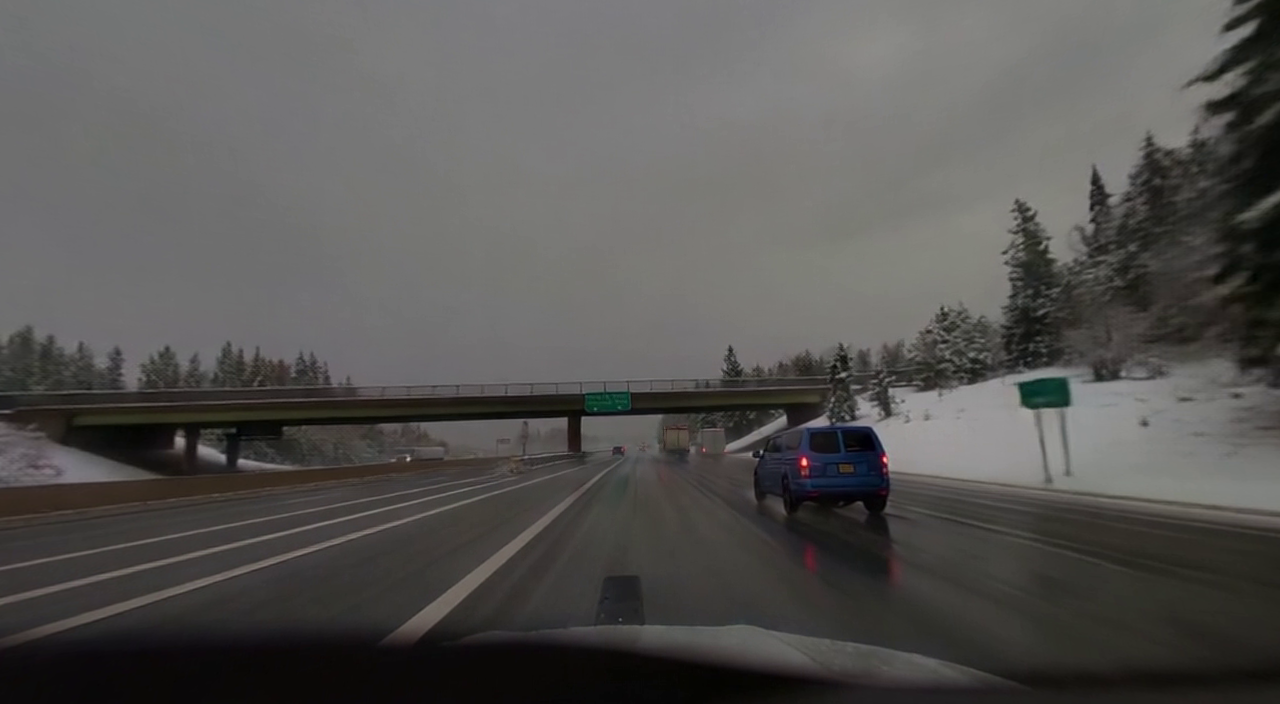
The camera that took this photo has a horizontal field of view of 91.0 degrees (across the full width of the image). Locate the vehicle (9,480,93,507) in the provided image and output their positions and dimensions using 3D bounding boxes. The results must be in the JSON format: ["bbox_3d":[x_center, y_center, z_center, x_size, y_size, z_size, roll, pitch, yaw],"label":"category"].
[{"bbox_3d":[-39.728,9.538,42.567,1.777,1.456,3.949,0,-9,0],"label":"vehicle"}]

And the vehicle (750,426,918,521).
[{"bbox_3d":[3.907,2.538,13.667,2.148,1.691,4.443,0,-9,-1],"label":"vehicle"}]
